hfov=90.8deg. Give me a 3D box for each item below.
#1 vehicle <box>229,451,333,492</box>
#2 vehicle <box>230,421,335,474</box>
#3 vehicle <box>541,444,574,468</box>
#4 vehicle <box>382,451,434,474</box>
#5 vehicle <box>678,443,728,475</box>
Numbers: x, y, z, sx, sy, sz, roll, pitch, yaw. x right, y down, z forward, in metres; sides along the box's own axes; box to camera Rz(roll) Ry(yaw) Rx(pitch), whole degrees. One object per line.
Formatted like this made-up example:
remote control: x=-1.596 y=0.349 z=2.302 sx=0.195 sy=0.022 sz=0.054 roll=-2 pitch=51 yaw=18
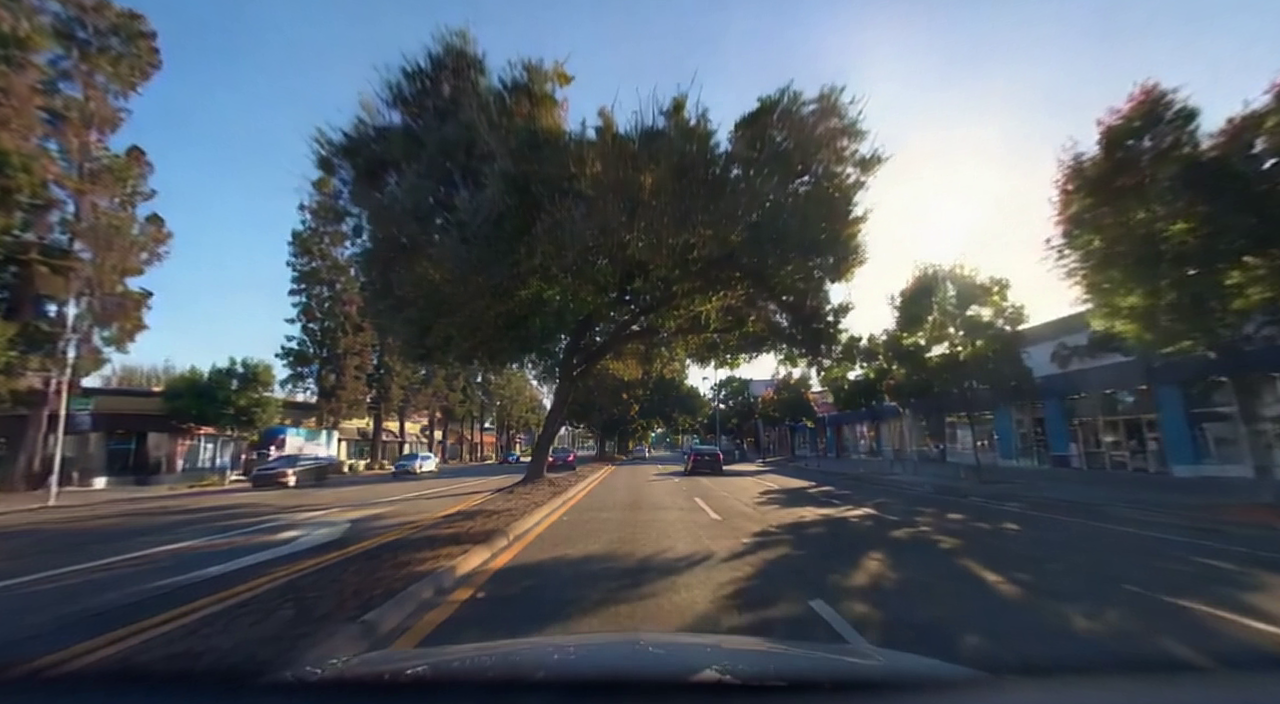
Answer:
vehicle: x=-14.945 y=4.965 z=26.629 sx=1.878 sy=1.515 sz=4.258 roll=0 pitch=-9 yaw=0
vehicle: x=-27.735 y=7.517 z=49.680 sx=2.804 sy=3.714 sz=8.815 roll=-1 pitch=-9 yaw=2
vehicle: x=-6.000 y=7.575 z=46.303 sx=2.100 sy=1.639 sz=4.268 roll=0 pitch=-9 yaw=-3
vehicle: x=-16.358 y=7.791 z=44.784 sx=1.989 sy=1.466 sz=4.349 roll=0 pitch=-9 yaw=0
vehicle: x=3.147 y=5.467 z=32.467 sx=1.983 sy=1.482 sz=4.463 roll=0 pitch=-9 yaw=-2
